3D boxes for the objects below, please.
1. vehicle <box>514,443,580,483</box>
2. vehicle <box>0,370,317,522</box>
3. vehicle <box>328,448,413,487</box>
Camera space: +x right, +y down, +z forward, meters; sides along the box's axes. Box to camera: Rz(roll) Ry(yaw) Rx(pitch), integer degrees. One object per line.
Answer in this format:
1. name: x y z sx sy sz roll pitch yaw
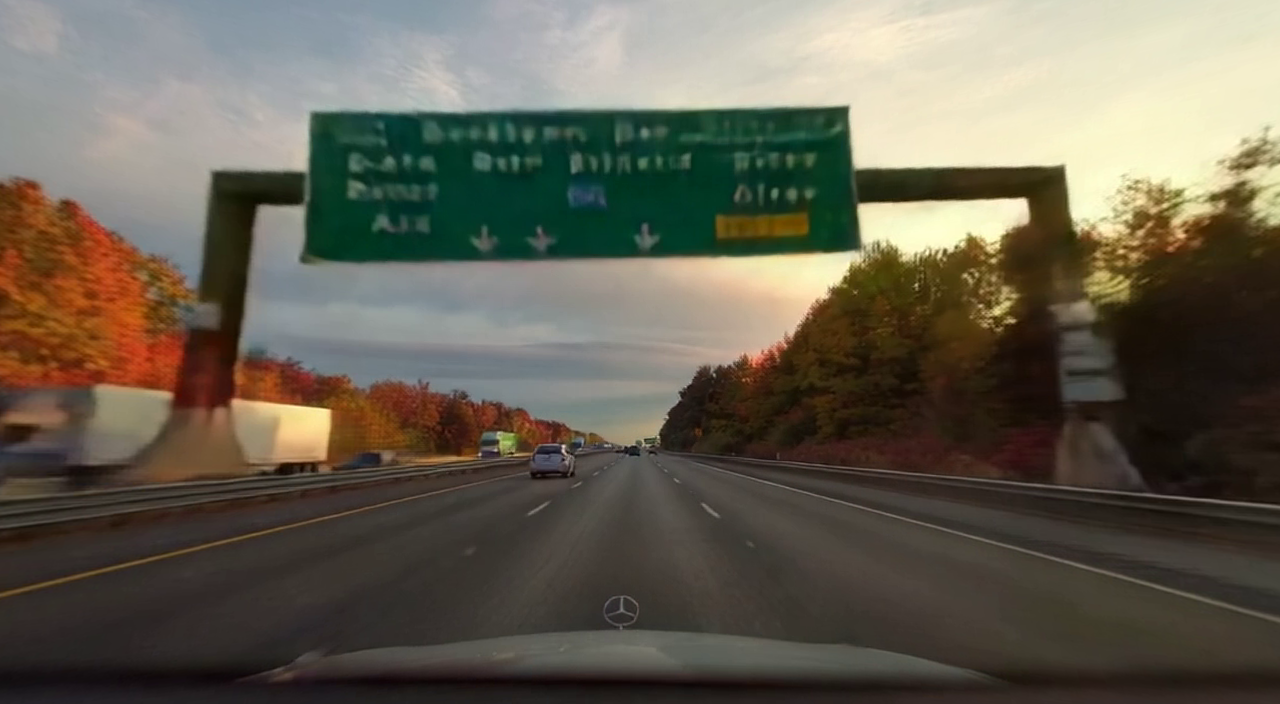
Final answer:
1. vehicle: -3.999 4.859 27.759 2.153 1.577 4.707 0 -9 1
2. vehicle: -18.643 3.783 24.769 2.955 4.035 16.775 0 -9 0
3. vehicle: -11.451 4.919 26.964 1.885 1.517 3.993 0 -9 0
